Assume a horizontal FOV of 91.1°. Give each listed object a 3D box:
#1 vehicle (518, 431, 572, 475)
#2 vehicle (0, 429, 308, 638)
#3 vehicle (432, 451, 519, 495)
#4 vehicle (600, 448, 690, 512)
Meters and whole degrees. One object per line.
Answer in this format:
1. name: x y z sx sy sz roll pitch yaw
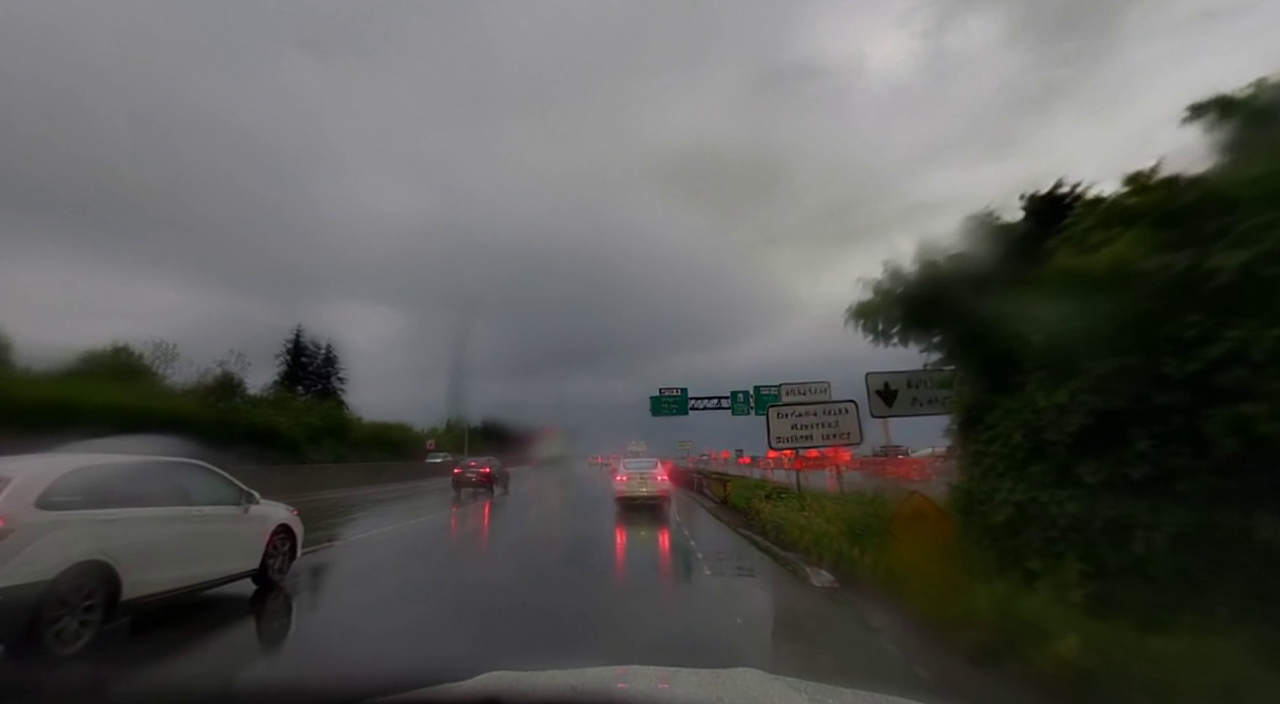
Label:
1. vehicle: -6.026 6.521 40.713 2.326 2.645 6.249 0 -9 1
2. vehicle: -5.583 1.608 6.460 1.892 1.481 4.573 0 -9 -1
3. vehicle: -5.813 4.303 22.737 2.063 1.417 4.000 0 -9 0
4. vehicle: 0.104 3.230 16.337 2.080 1.451 3.512 0 -9 -1
